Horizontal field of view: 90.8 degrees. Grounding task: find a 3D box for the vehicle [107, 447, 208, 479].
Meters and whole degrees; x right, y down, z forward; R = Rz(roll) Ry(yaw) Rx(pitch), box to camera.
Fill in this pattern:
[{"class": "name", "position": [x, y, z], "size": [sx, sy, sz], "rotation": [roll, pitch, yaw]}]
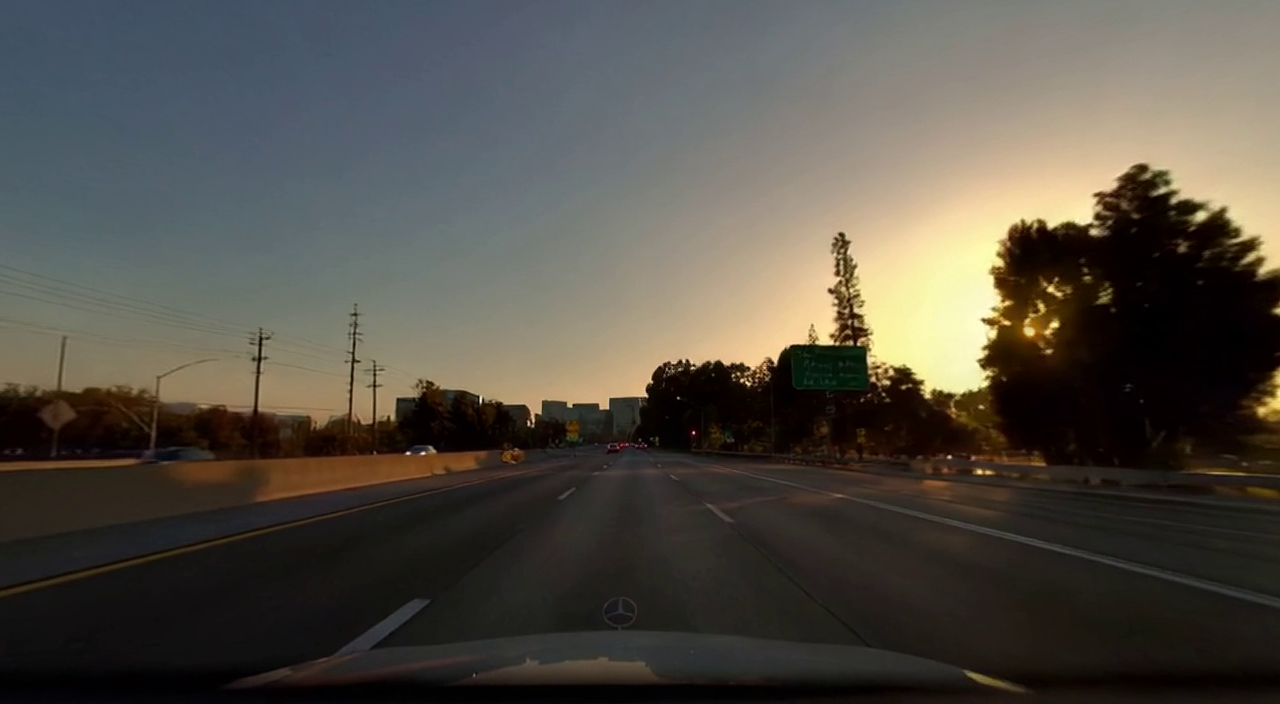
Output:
[{"class": "vehicle", "position": [-24.945, 5.734, 32.847], "size": [1.843, 1.518, 4.264], "rotation": [0, -9, 0]}]
